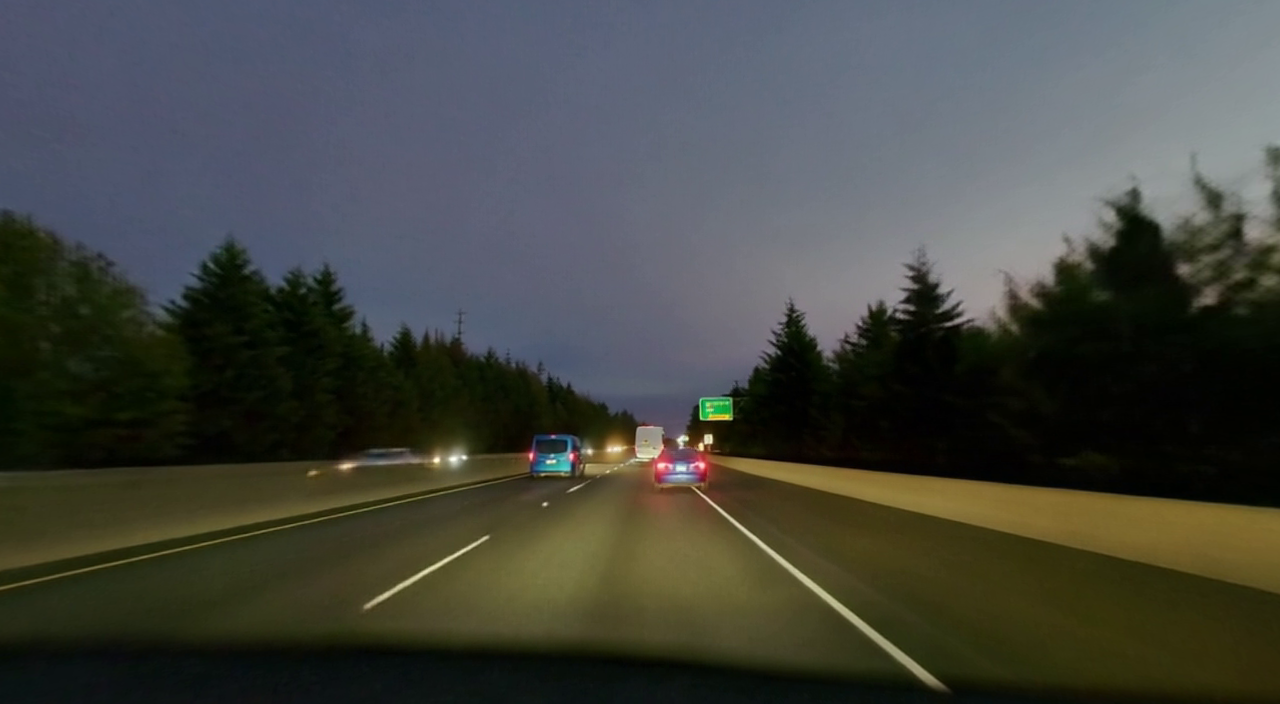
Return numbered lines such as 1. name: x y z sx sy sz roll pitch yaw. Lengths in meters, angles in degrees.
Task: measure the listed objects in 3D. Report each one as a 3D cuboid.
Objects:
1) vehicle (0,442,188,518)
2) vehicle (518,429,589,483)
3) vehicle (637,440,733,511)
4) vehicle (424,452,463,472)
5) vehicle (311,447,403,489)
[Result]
1. vehicle: -17.046 3.029 14.854 3.321 1.795 12.707 0 -9 1
2. vehicle: -3.541 4.414 26.887 2.217 2.033 4.975 0 -9 2
3. vehicle: 0.947 2.896 15.222 2.012 1.485 3.649 0 -9 0
4. vehicle: -15.312 8.555 49.272 1.756 1.428 3.699 -1 -9 2
5. vehicle: -12.165 4.994 27.452 1.841 1.628 4.458 0 -9 2
